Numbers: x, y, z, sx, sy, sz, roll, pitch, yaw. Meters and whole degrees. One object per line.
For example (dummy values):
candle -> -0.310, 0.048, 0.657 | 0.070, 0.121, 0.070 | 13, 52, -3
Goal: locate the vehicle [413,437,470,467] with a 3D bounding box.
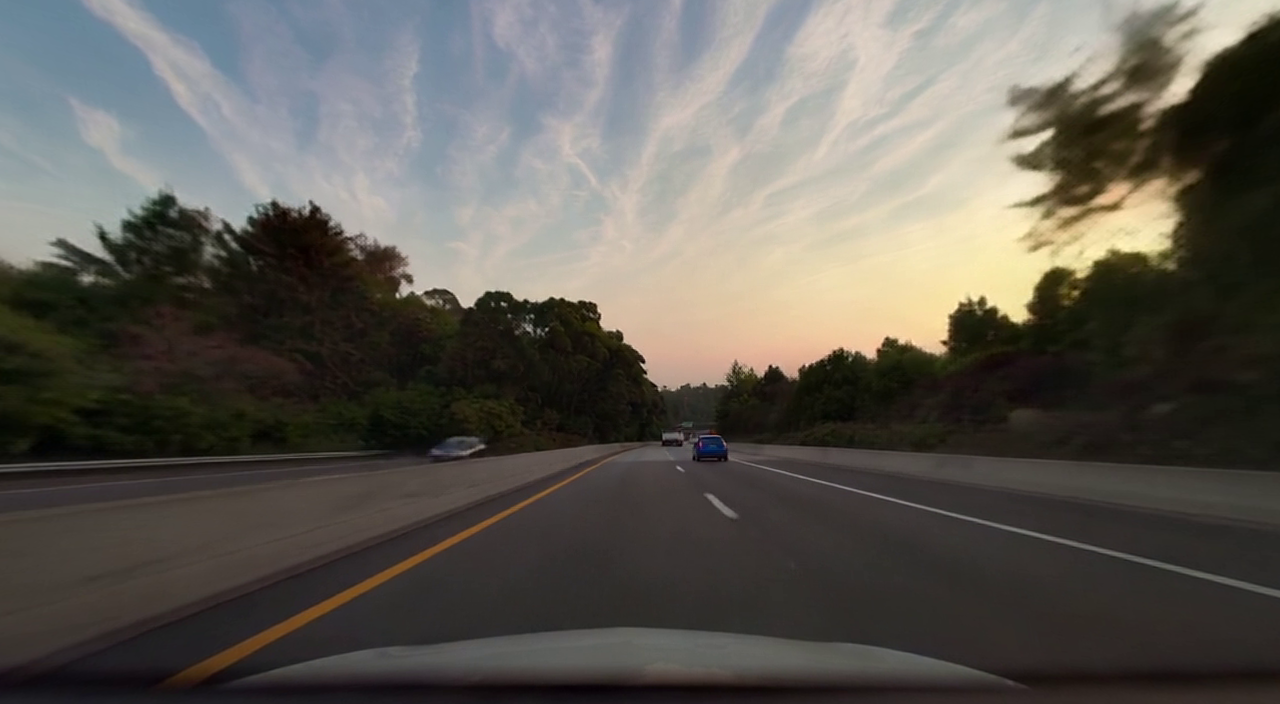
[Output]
vehicle -> -10.304, 5.194, 32.869 | 1.654, 1.413, 3.586 | -1, -8, 2

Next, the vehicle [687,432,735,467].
vehicle -> 3.591, 5.033, 32.684 | 2.022, 1.663, 4.245 | 0, -8, 0
